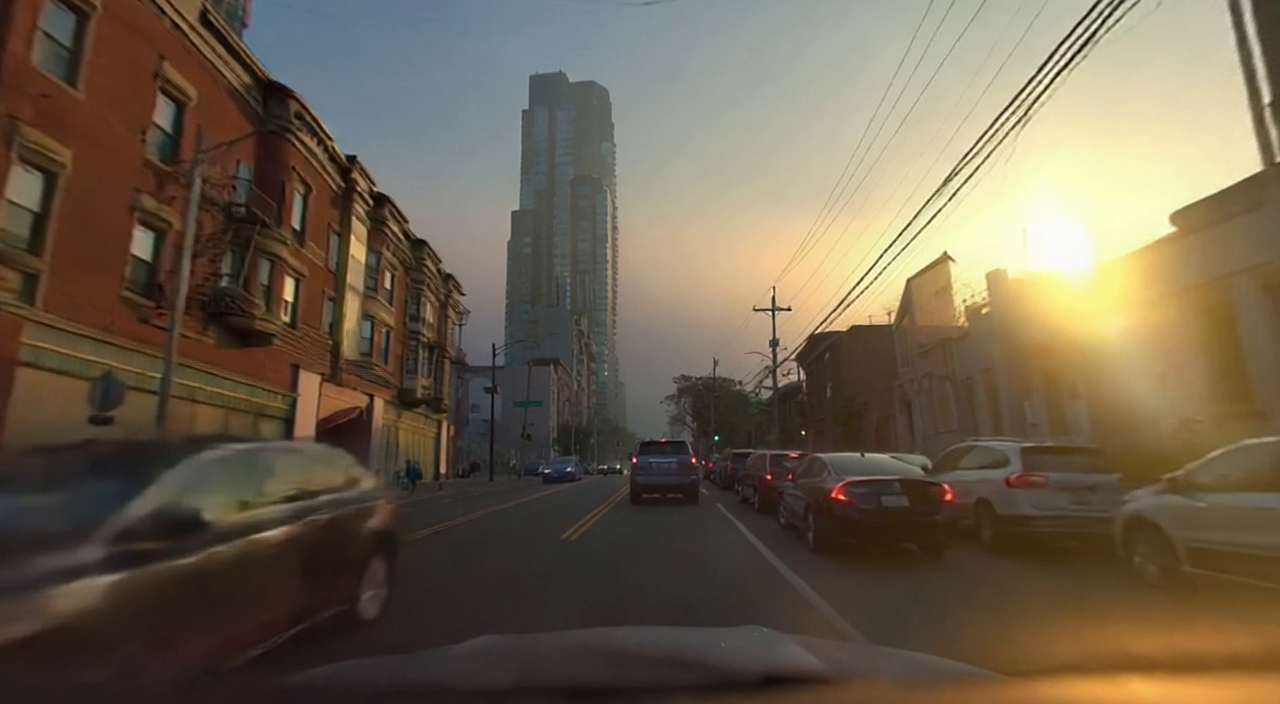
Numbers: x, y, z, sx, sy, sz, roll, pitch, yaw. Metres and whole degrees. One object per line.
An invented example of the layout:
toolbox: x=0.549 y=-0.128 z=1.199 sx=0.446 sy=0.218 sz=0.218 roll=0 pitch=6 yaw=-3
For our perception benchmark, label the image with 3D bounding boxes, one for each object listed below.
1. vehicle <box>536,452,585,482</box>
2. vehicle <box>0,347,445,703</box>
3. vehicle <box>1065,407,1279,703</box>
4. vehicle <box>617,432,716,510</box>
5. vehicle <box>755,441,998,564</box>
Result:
vehicle: x=-4.353 y=6.361 z=35.157 sx=1.966 sy=1.470 sz=4.528 roll=-1 pitch=-8 yaw=3
vehicle: x=-2.808 y=1.046 z=3.351 sx=2.023 sy=1.646 sz=4.282 roll=-1 pitch=-8 yaw=2
vehicle: x=2.862 y=0.697 z=0.493 sx=2.029 sy=1.460 sz=4.451 roll=0 pitch=-8 yaw=1
vehicle: x=0.635 y=3.005 z=16.368 sx=2.232 sy=1.736 sz=4.036 roll=0 pitch=-8 yaw=1
vehicle: x=3.357 y=2.216 z=10.264 sx=2.116 sy=1.487 sz=4.988 roll=0 pitch=-8 yaw=1
